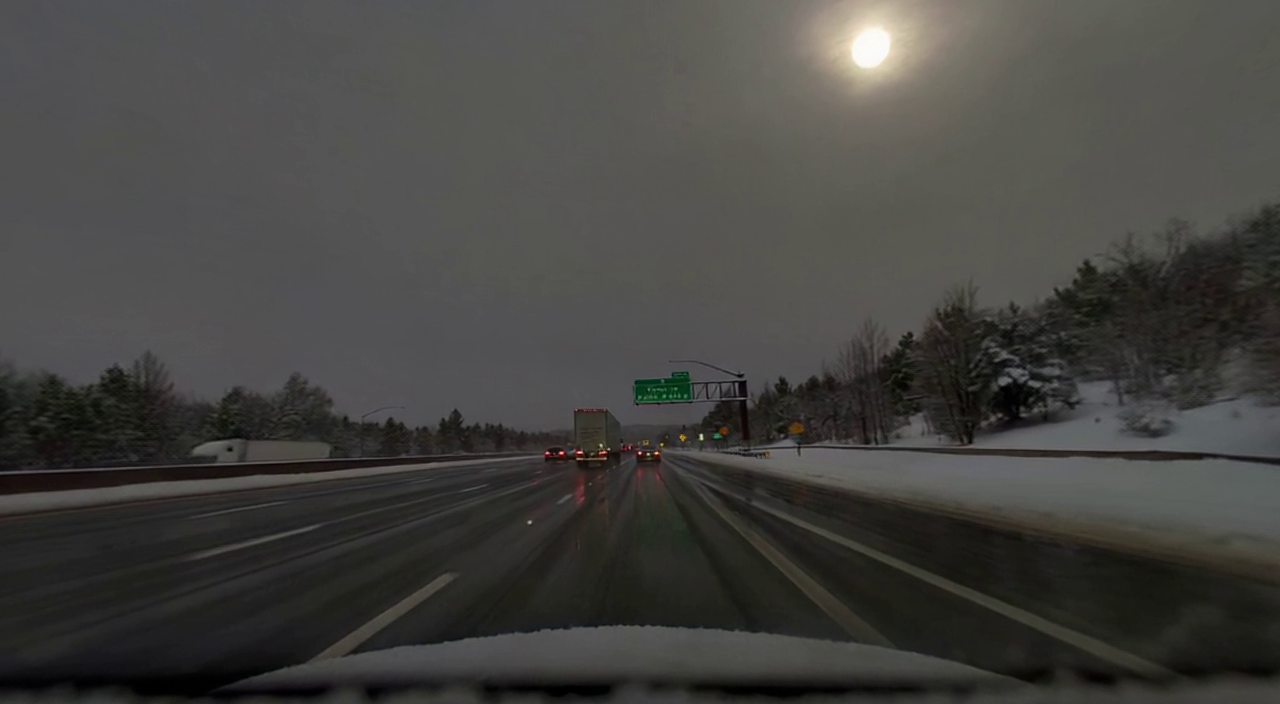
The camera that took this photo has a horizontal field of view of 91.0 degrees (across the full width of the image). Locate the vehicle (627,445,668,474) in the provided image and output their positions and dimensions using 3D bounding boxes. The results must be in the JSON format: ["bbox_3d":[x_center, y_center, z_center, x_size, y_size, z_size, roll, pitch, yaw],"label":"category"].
[{"bbox_3d":[0.382,5.775,34.101,2.066,1.469,4.050,0,-9,0],"label":"vehicle"}]

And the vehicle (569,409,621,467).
[{"bbox_3d":[-3.259,6.794,49.018,3.053,3.948,11.288,0,-9,1],"label":"vehicle"}]
